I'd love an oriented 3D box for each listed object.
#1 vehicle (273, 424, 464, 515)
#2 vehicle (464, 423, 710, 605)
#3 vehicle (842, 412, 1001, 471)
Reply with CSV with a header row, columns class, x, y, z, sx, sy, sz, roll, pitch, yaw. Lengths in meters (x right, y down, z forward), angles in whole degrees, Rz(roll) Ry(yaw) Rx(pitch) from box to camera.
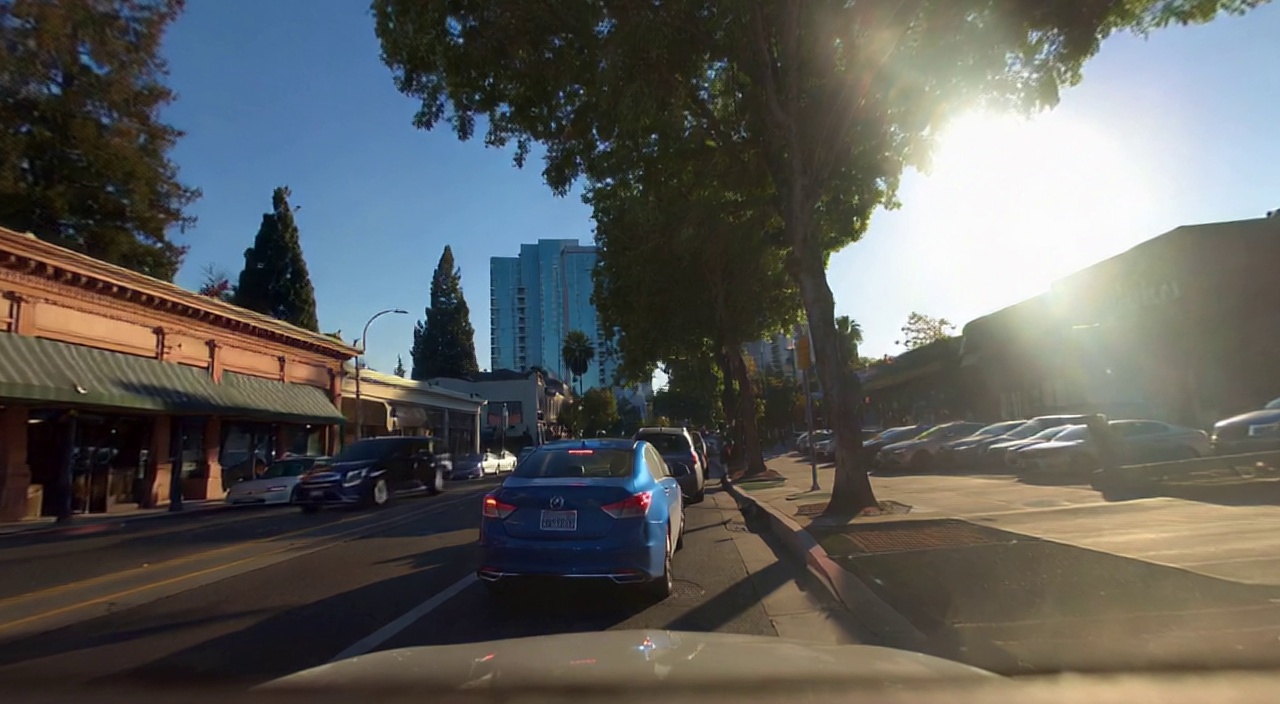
class,x,y,z,sx,sy,sz,roll,pitch,yaw
vehicle,-6.289,2.784,15.396,2.071,1.811,4.711,-3,-9,8
vehicle,-0.265,1.639,7.316,1.939,1.478,3.922,-2,-8,9
vehicle,9.016,2.835,20.219,4.558,1.528,1.915,0,-8,-23
